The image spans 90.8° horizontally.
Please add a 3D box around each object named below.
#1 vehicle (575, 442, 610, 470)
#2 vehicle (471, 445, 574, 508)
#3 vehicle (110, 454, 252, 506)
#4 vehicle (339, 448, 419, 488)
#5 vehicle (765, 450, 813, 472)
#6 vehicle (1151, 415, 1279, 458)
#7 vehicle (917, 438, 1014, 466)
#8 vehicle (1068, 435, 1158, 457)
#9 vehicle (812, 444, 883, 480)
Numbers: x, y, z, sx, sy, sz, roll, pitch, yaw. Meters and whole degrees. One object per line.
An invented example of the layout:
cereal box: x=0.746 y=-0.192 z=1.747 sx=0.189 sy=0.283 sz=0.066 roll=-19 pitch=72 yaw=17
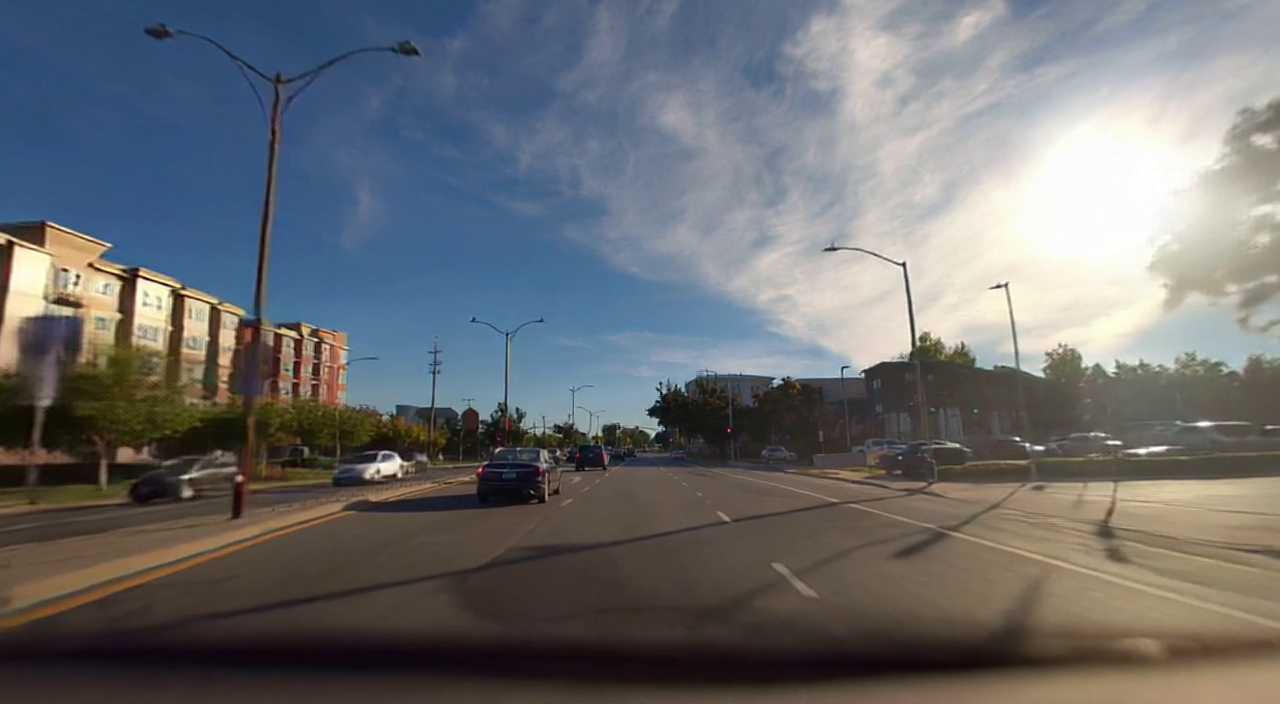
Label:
vehicle: x=-3.398 y=7.593 z=46.355 sx=2.220 sy=1.888 sz=4.904 roll=0 pitch=-9 yaw=0
vehicle: x=-2.991 y=3.263 z=17.045 sx=2.144 sy=1.447 sz=4.421 roll=0 pitch=-9 yaw=-3
vehicle: x=-14.301 y=3.973 z=19.976 sx=1.808 sy=1.444 sz=3.609 roll=0 pitch=-9 yaw=-1
vehicle: x=-10.943 y=4.861 z=26.768 sx=1.867 sy=1.524 sz=3.654 roll=0 pitch=-9 yaw=-1
vehicle: x=10.268 y=7.541 z=43.846 sx=2.045 sy=1.418 sz=4.869 roll=0 pitch=-9 yaw=-1
vehicle: x=33.318 y=4.941 z=36.670 sx=5.156 sy=2.086 sz=2.144 roll=-3 pitch=-10 yaw=1
vehicle: x=18.486 y=5.681 z=36.044 sx=4.416 sy=1.519 sz=1.988 roll=-1 pitch=-9 yaw=2
vehicle: x=34.717 y=6.937 z=46.503 sx=4.771 sy=1.577 sz=2.205 roll=-1 pitch=-9 yaw=3
vehicle: x=10.403 y=5.542 z=32.043 sx=1.975 sy=1.677 sz=4.400 roll=0 pitch=-9 yaw=-1
